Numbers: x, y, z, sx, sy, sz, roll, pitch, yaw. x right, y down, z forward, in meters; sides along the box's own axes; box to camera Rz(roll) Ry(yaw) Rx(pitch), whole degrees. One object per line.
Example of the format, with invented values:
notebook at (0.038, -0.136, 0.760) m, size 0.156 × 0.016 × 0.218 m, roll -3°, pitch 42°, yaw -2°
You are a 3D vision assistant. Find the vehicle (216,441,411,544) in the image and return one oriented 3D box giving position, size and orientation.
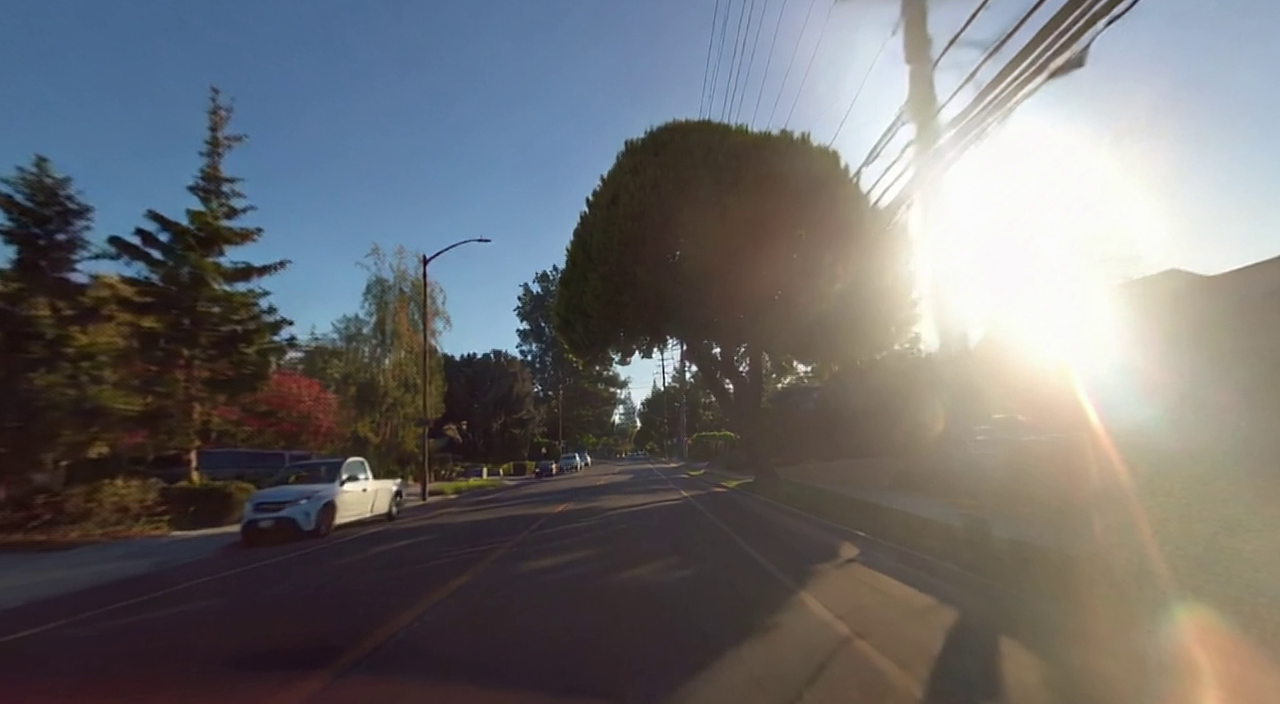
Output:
vehicle at (-6.694, 2.922, 13.649) m, size 1.923 × 1.687 × 4.511 m, roll -4°, pitch -10°, yaw -1°
